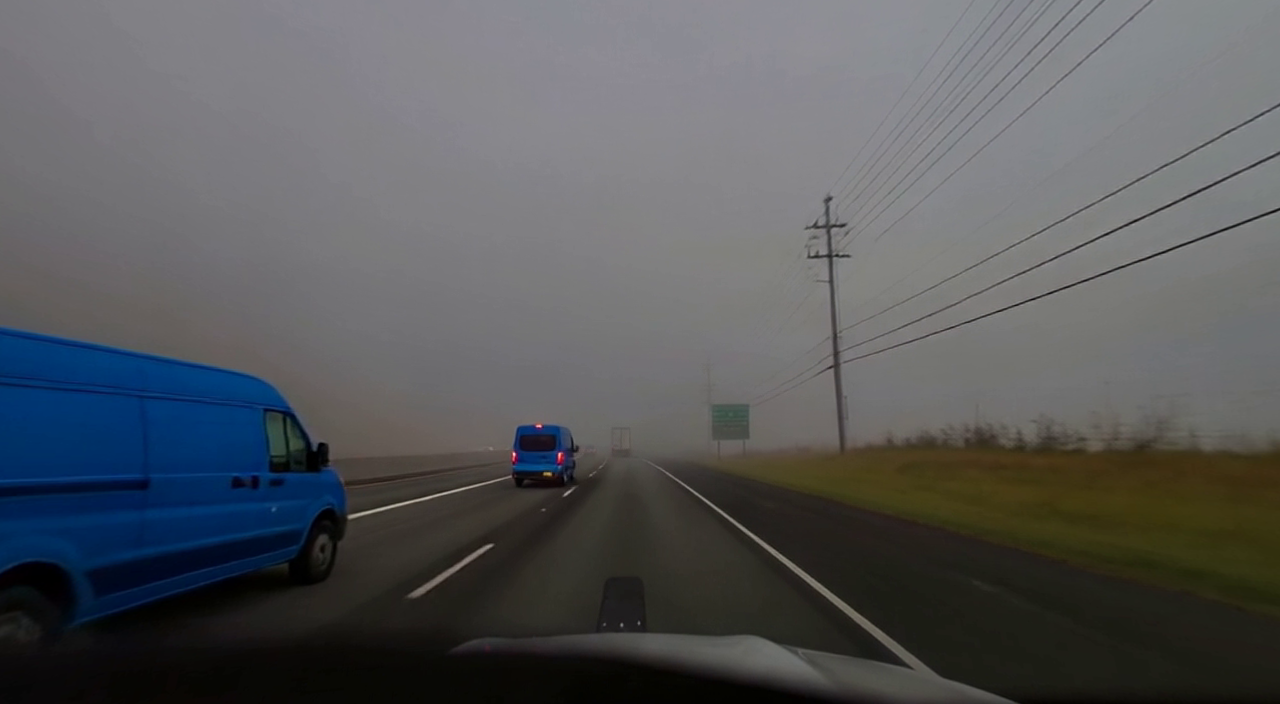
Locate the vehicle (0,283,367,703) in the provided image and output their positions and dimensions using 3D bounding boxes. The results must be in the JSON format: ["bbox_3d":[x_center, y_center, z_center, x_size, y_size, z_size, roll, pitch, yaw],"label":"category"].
[{"bbox_3d":[-3.930,0.891,3.981,2.145,2.010,4.980,0,-9,0],"label":"vehicle"}]

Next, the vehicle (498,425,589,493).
[{"bbox_3d":[-3.068,3.580,21.348,2.197,2.011,5.130,0,-9,1],"label":"vehicle"}]
